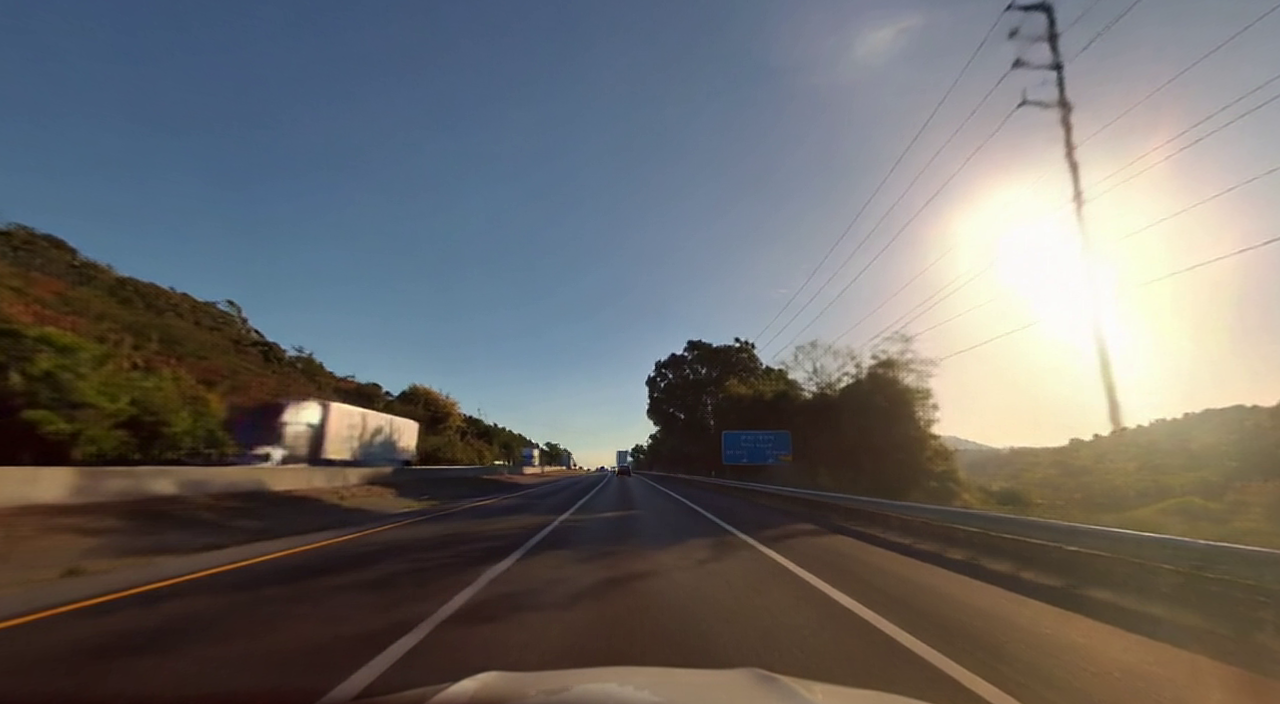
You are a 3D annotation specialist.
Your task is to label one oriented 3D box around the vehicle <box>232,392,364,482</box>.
[{"bbox_3d":[-16.574,4.322,31.131,3.006,3.954,5.846,1,-11,0],"label":"vehicle"}]
